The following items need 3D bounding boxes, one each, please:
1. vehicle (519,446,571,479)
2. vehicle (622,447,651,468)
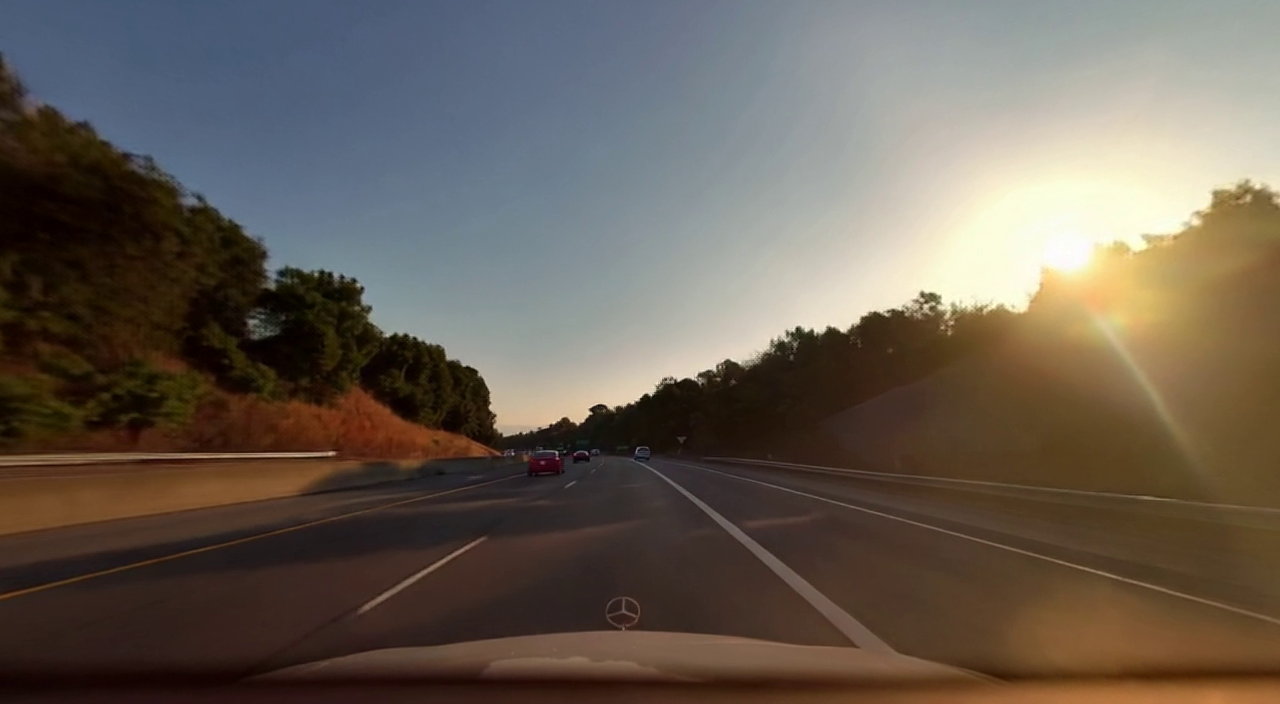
[{"bbox_3d":[-4.651,5.470,31.527,1.957,1.499,4.965,0,-9,-1],"label":"vehicle"},{"bbox_3d":[-0.300,7.838,47.127,2.031,1.483,3.417,0,-9,-3],"label":"vehicle"}]
